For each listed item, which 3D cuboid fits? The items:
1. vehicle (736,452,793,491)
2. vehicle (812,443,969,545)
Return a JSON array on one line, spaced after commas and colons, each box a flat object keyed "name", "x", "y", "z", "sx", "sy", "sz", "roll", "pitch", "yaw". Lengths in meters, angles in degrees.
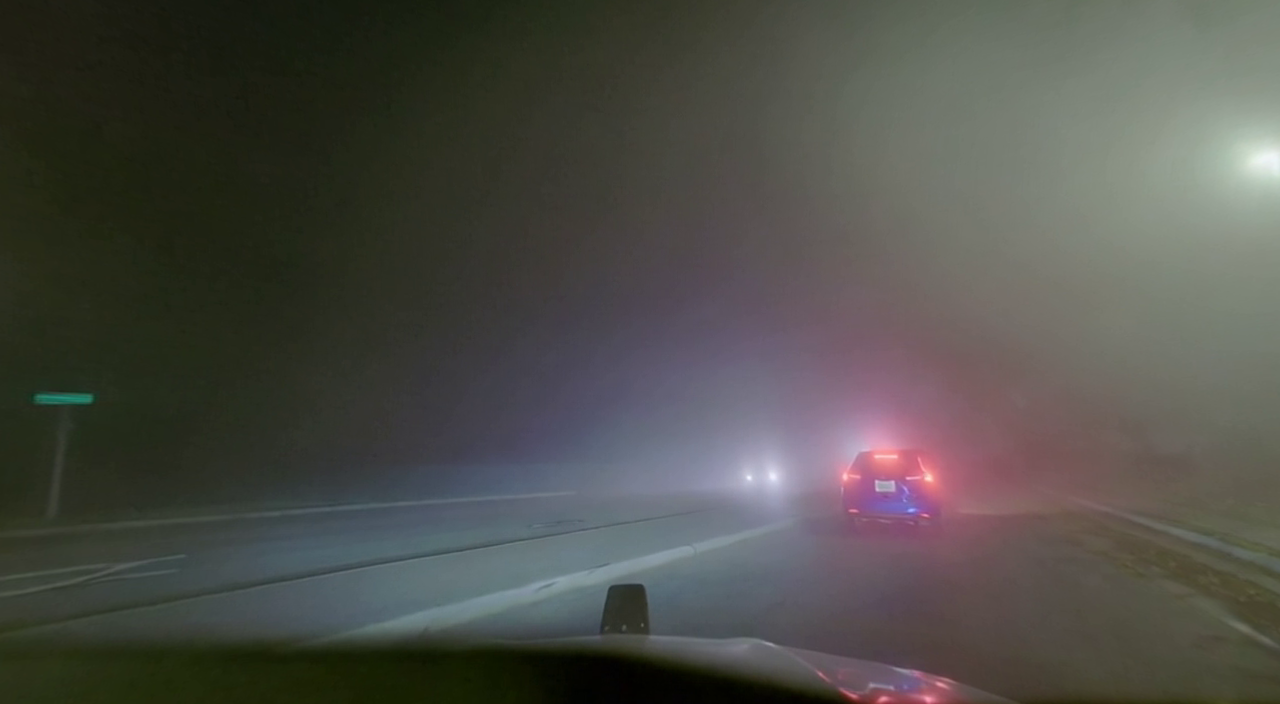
[{"name": "vehicle", "x": 7.139, "y": 6.670, "z": 35.688, "sx": 2.150, "sy": 1.927, "sz": 5.209, "roll": -4, "pitch": -9, "yaw": 22}, {"name": "vehicle", "x": 4.921, "y": 2.515, "z": 12.002, "sx": 2.148, "sy": 1.521, "sz": 4.089, "roll": -5, "pitch": -9, "yaw": 29}]
